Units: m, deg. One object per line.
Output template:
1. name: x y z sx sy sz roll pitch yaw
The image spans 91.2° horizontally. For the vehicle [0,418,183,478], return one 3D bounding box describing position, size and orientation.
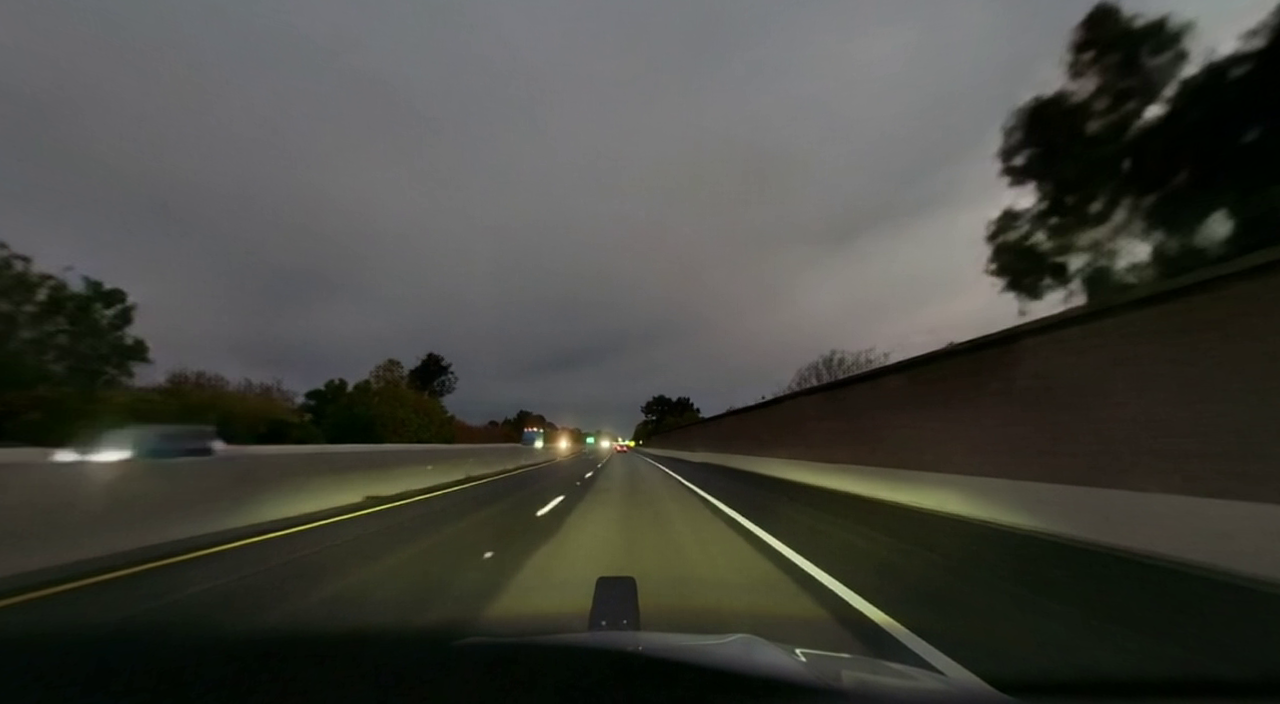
1. vehicle: -15.788 2.759 18.129 1.815 1.497 4.437 0 -8 -1
